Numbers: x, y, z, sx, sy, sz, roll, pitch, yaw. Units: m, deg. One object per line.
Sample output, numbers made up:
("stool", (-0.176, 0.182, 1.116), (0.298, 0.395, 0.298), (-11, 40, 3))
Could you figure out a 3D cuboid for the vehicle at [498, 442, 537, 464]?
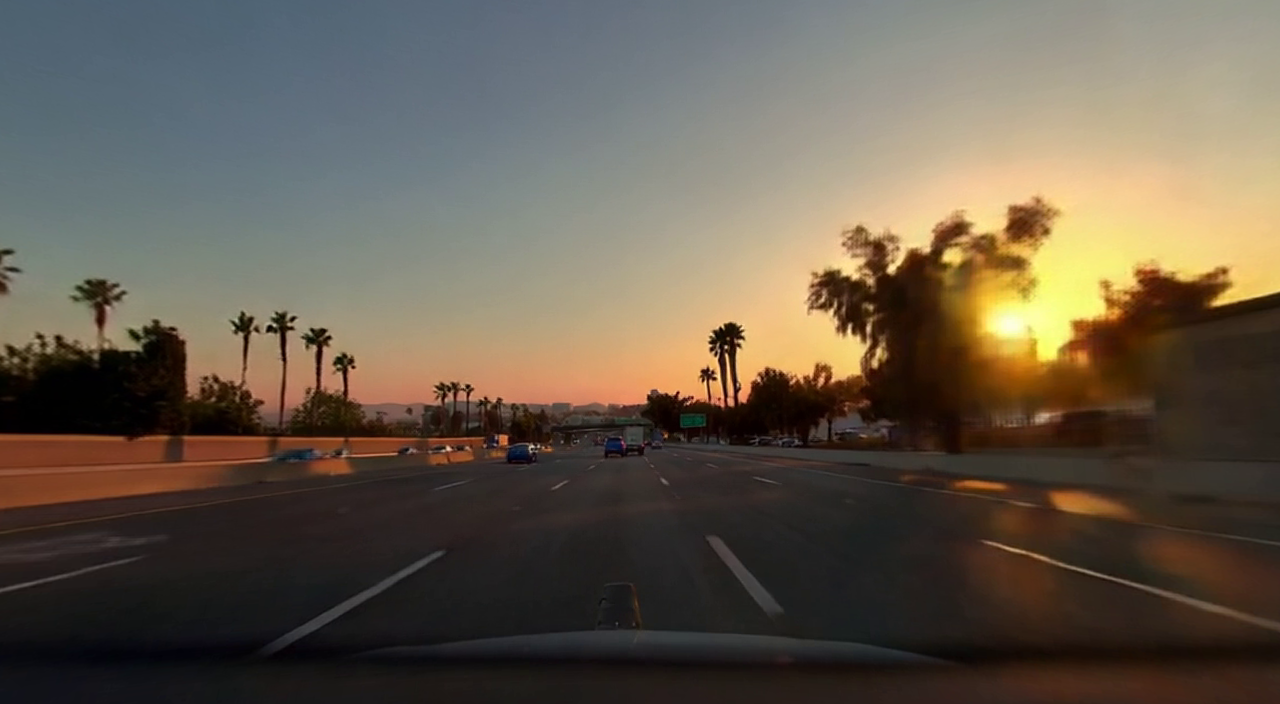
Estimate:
("vehicle", (-8.831, 7.350, 46.037), (1.971, 1.552, 4.465), (0, -9, 0))
